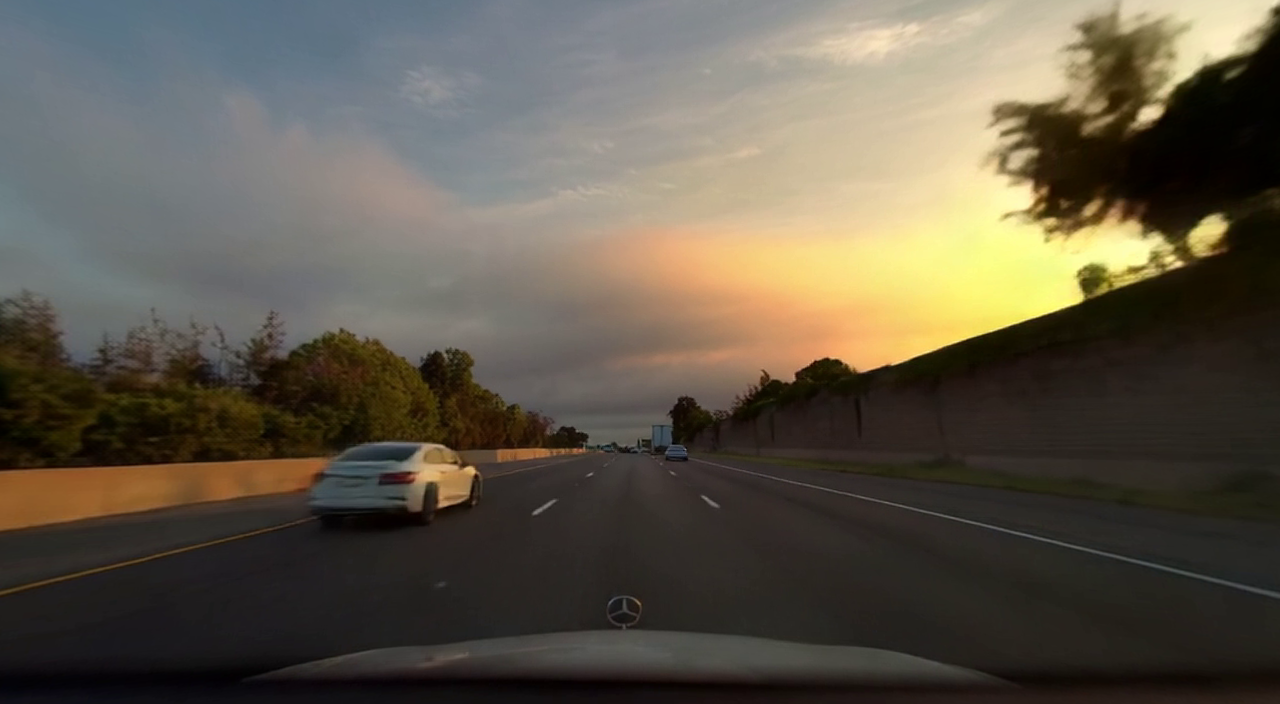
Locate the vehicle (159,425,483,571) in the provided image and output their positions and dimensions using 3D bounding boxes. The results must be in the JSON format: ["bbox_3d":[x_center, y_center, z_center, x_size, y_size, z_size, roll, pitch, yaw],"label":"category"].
[{"bbox_3d":[-4.113,1.978,9.505,2.129,1.559,5.272,0,-9,0],"label":"vehicle"}]
